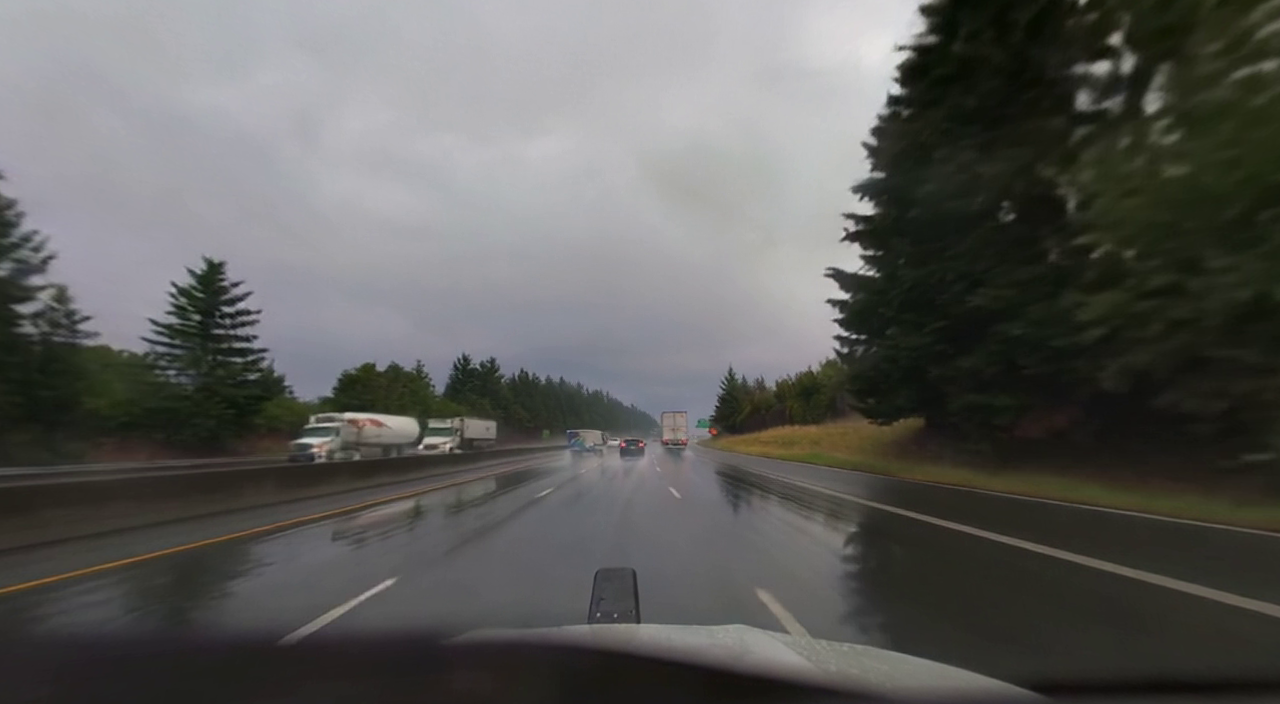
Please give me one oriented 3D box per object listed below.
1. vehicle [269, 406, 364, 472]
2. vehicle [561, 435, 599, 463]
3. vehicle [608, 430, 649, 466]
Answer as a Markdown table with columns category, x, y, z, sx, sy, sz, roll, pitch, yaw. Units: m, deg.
| category | x | y | z | sx | sy | sz | roll | pitch | yaw |
| --- | --- | --- | --- | --- | --- | --- | --- | --- | --- |
| vehicle | -21.345 | 5.812 | 41.975 | 3.017 | 4.001 | 5.969 | -1 | -8 | 0 |
| vehicle | -3.978 | 6.510 | 42.286 | 2.047 | 1.757 | 4.183 | -1 | -8 | 1 |
| vehicle | -0.643 | 5.512 | 36.332 | 2.211 | 1.933 | 4.315 | 0 | -8 | -1 |
